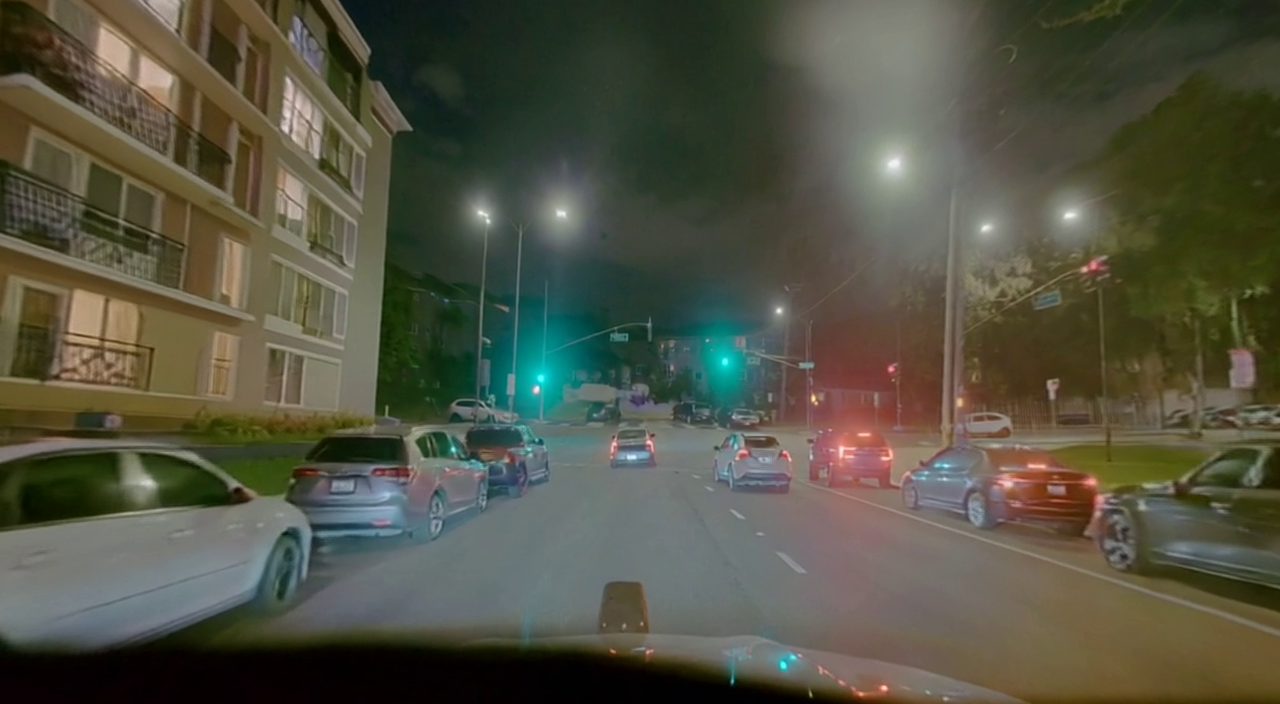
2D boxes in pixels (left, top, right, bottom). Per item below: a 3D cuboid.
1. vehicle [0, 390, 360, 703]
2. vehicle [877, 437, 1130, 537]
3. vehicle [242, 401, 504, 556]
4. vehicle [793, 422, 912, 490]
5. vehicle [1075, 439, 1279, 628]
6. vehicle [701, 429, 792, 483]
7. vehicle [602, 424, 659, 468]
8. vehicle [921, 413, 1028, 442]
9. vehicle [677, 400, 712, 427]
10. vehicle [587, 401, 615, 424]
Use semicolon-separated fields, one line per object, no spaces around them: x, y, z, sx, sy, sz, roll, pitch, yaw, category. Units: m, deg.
-3.525;1.037;3.471;1.869;1.491;4.458;0;-8;1;vehicle
6.155;2.289;11.460;1.962;1.438;4.440;0;-8;0;vehicle
-3.449;1.713;9.261;1.922;1.704;4.398;0;-8;0;vehicle
6.132;3.044;18.823;1.999;1.752;4.502;0;-8;1;vehicle
6.056;1.454;5.124;1.938;1.487;4.371;0;-8;1;vehicle
3.152;3.178;19.633;2.055;1.450;4.676;0;-8;0;vehicle
-0.292;3.456;23.312;1.923;1.460;3.923;0;-8;1;vehicle
18.396;4.201;34.818;4.738;1.537;1.960;-1;-8;2;vehicle
3.751;4.340;44.137;2.093;1.655;4.327;0;-8;1;vehicle
-2.882;4.581;47.310;1.878;1.521;3.697;0;-8;-1;vehicle
